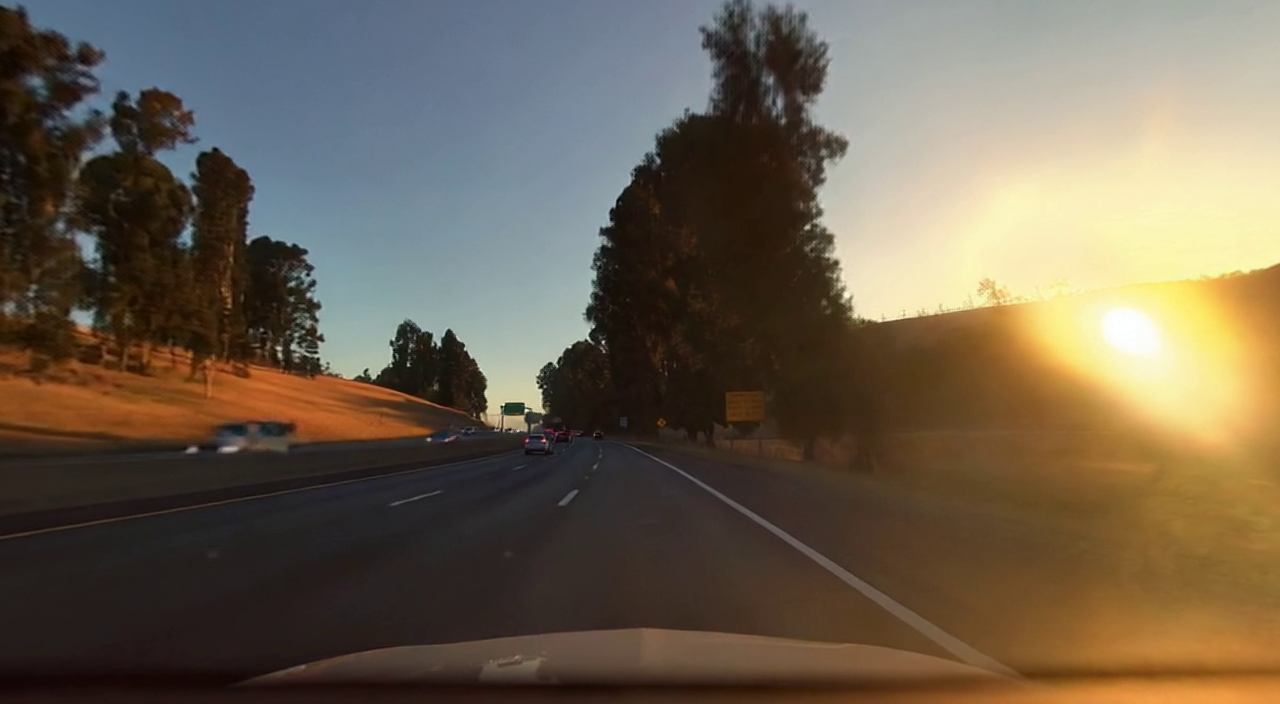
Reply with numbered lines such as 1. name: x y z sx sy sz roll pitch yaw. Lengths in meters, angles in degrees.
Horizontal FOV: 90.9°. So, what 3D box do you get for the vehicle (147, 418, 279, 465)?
1. vehicle: -17.908 3.821 26.829 2.357 1.800 4.732 0 -8 -1
